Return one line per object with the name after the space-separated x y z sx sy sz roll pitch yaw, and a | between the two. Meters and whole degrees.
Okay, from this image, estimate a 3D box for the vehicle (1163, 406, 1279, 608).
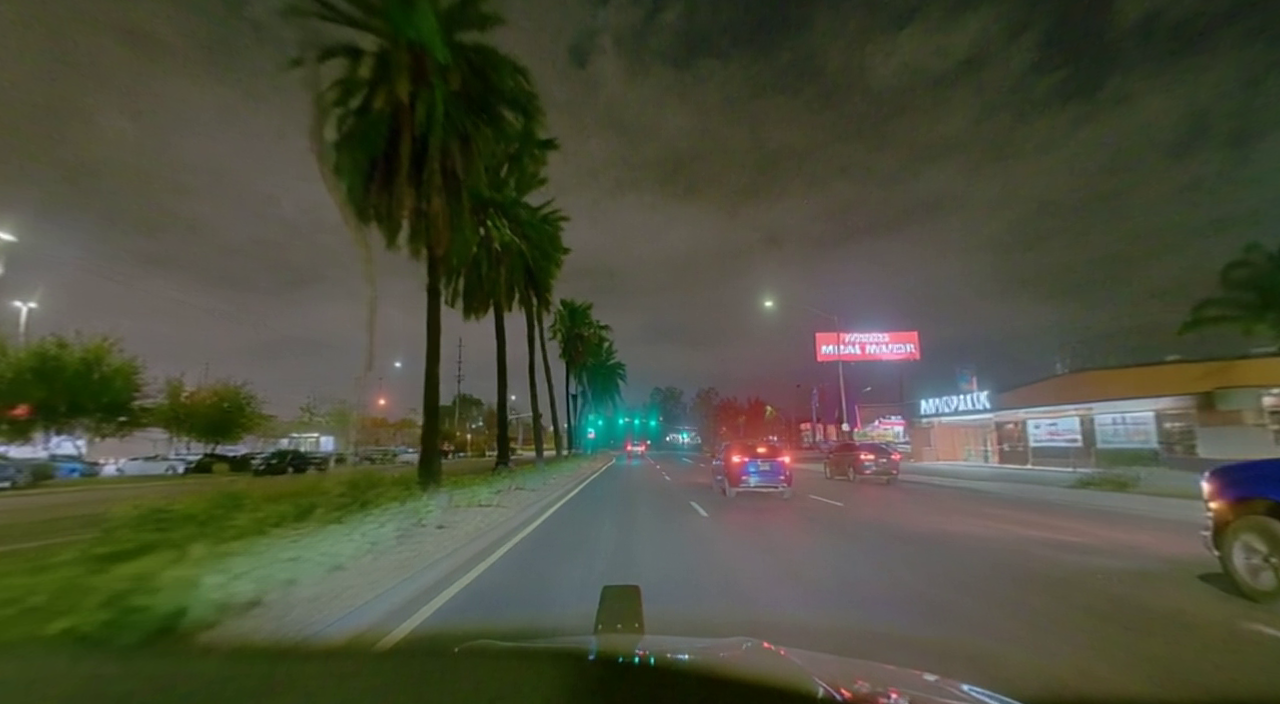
6.237 0.995 3.404 2.140 1.606 5.437 0 -8 -1 | vehicle

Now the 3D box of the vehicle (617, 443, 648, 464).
-0.593 7.642 47.576 2.258 1.468 4.076 0 -8 -2 | vehicle

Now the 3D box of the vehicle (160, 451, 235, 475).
-31.844 7.948 45.498 4.210 1.549 1.855 7 -11 -39 | vehicle

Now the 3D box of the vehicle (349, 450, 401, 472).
-19.507 8.025 46.764 1.983 1.492 4.904 -1 -8 -3 | vehicle

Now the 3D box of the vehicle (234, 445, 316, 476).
-24.353 7.219 42.467 2.112 1.821 5.960 -2 -8 -2 | vehicle

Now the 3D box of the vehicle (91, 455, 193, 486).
-27.567 6.532 35.182 1.816 1.498 4.698 0 -8 0 | vehicle

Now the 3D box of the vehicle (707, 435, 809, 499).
3.144 3.156 17.776 1.889 1.541 4.303 0 -8 -2 | vehicle

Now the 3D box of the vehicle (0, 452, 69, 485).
-32.775 6.079 32.924 4.220 1.614 1.876 8 -12 -43 | vehicle
